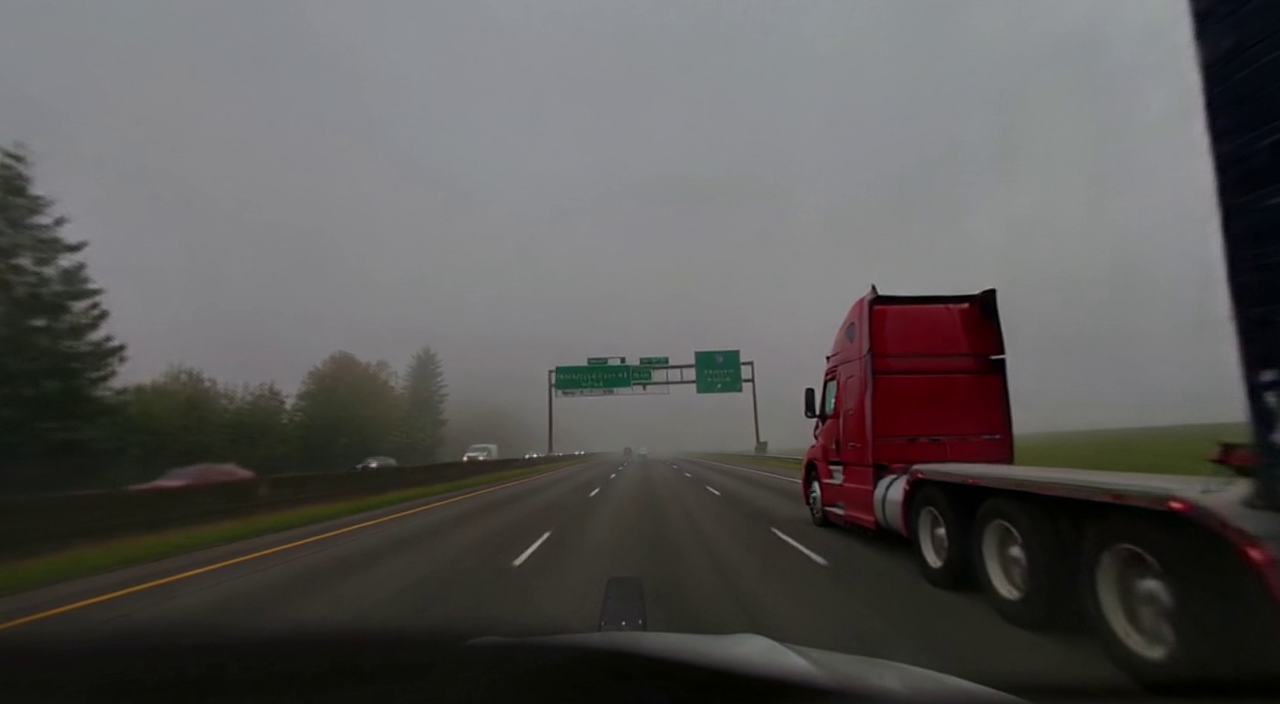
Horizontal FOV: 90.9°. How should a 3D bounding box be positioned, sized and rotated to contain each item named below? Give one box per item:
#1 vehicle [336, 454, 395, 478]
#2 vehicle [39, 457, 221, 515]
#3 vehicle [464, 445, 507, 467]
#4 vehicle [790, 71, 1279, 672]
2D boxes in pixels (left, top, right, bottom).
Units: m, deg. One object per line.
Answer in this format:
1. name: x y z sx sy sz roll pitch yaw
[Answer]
1. vehicle: -18.907 7.846 43.609 1.930 1.500 4.688 0 -9 0
2. vehicle: -14.515 3.803 18.313 1.758 1.410 4.175 0 -9 0
3. vehicle: -11.492 7.787 47.170 1.992 1.576 4.708 0 -9 0
4. vehicle: 3.997 0.448 7.069 3.051 3.968 5.943 0 -9 0
